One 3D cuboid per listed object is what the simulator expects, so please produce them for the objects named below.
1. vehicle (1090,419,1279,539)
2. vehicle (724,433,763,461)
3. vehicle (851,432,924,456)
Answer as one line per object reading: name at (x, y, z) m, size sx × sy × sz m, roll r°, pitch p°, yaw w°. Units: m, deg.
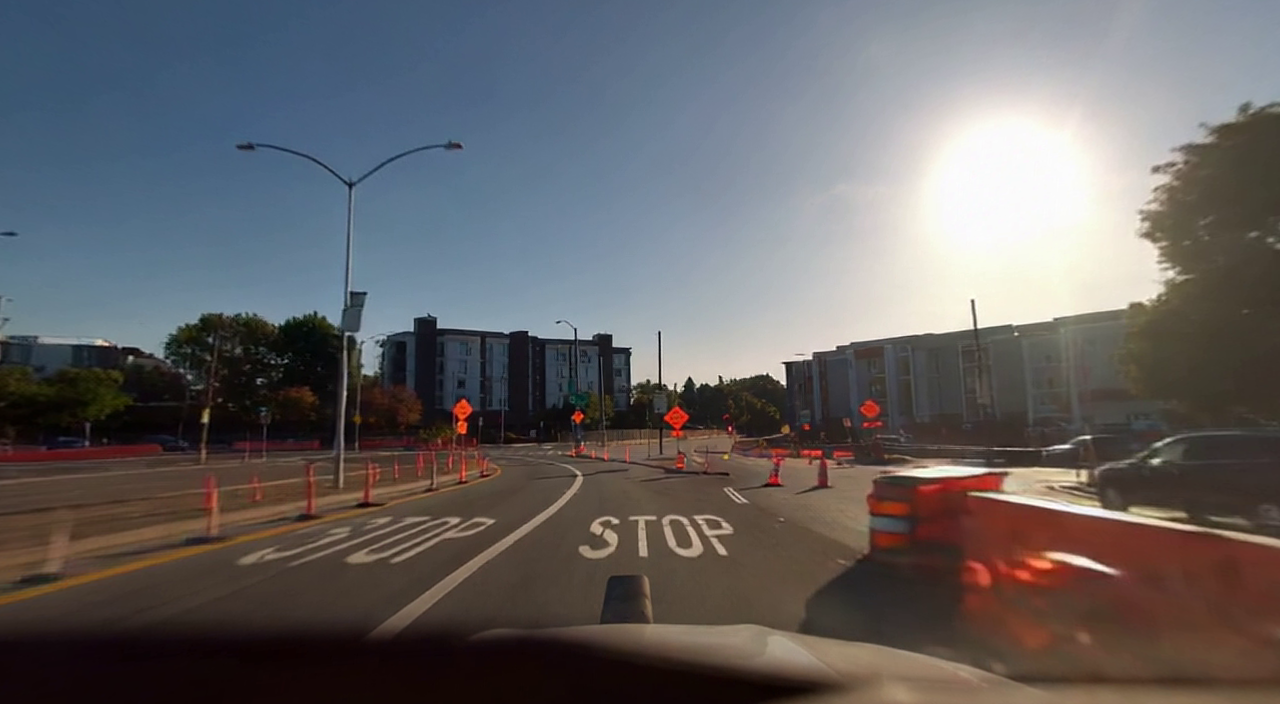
vehicle at (10.442, 2.093, 10.723) m, size 1.961 × 1.754 × 4.889 m, roll 0°, pitch -8°, yaw 1°
vehicle at (6.983, 6.453, 42.969) m, size 2.150 × 1.779 × 4.423 m, roll -1°, pitch -8°, yaw 4°
vehicle at (18.387, 6.862, 47.084) m, size 4.615 × 1.738 × 1.990 m, roll -1°, pitch -9°, yaw 4°
